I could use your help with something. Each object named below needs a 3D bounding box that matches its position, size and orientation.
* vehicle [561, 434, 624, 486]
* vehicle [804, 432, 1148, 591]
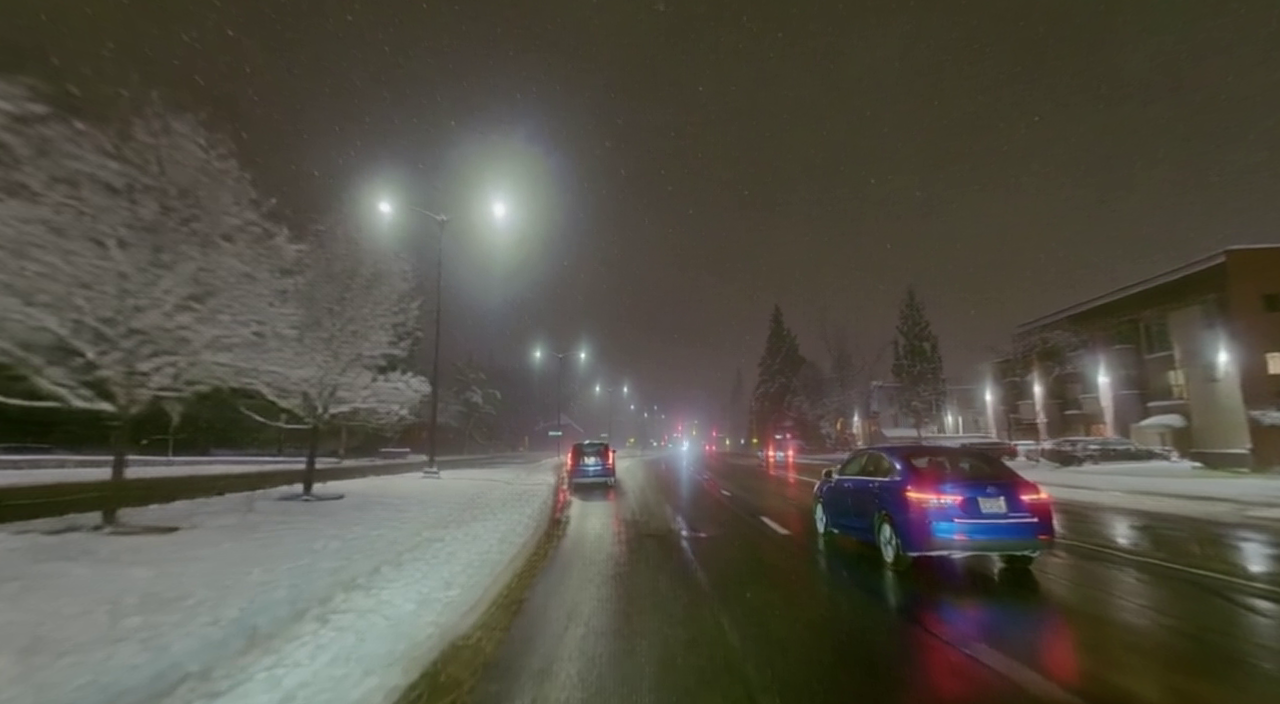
[{"bbox_3d":[-1.744,3.921,23.210,2.085,1.693,4.301,0,-8,-4],"label":"vehicle"},{"bbox_3d":[3.627,1.774,7.968,1.918,1.418,4.360,0,-8,0],"label":"vehicle"}]
